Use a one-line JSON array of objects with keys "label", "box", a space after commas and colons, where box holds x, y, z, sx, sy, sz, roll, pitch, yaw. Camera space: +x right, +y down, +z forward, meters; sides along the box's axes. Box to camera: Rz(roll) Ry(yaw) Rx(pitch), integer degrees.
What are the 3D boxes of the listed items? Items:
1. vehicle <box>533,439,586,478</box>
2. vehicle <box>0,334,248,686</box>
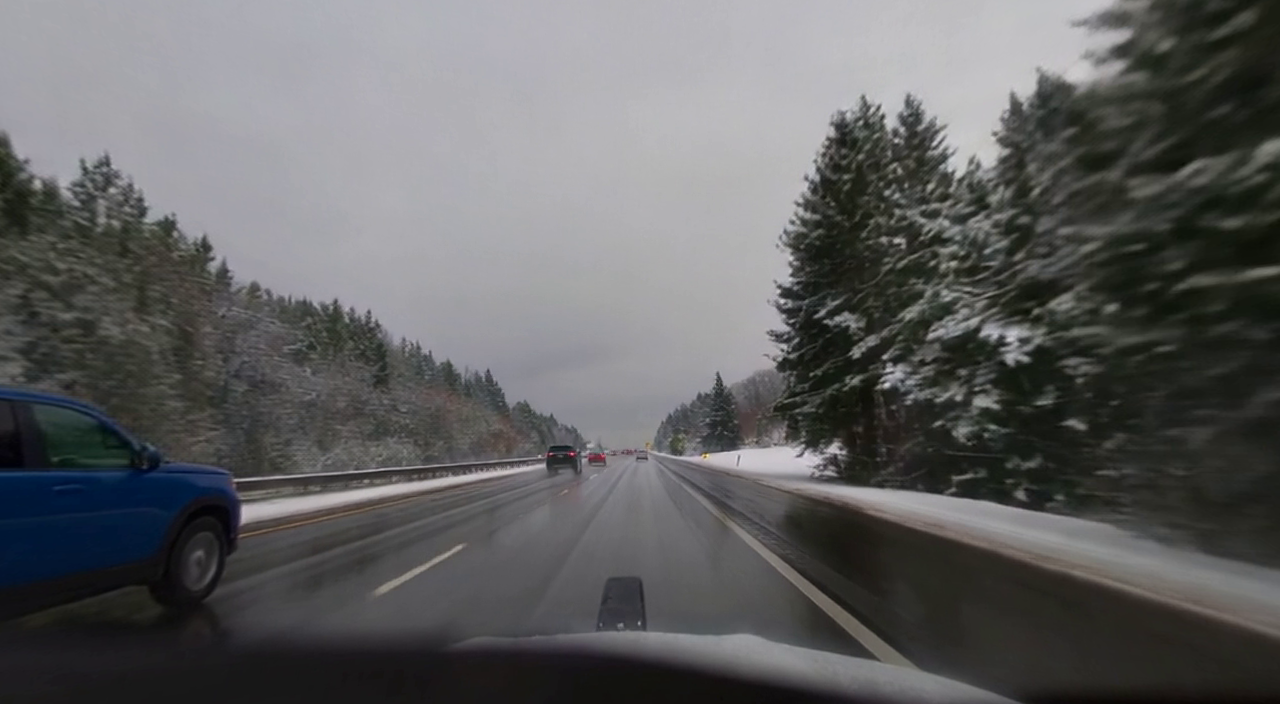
[{"label": "vehicle", "box": [-3.999, 5.402, 32.057, 2.056, 1.811, 4.202, 0, -9, 1]}, {"label": "vehicle", "box": [-4.622, 0.847, 3.271, 2.102, 1.941, 4.703, 0, -9, 0]}]
